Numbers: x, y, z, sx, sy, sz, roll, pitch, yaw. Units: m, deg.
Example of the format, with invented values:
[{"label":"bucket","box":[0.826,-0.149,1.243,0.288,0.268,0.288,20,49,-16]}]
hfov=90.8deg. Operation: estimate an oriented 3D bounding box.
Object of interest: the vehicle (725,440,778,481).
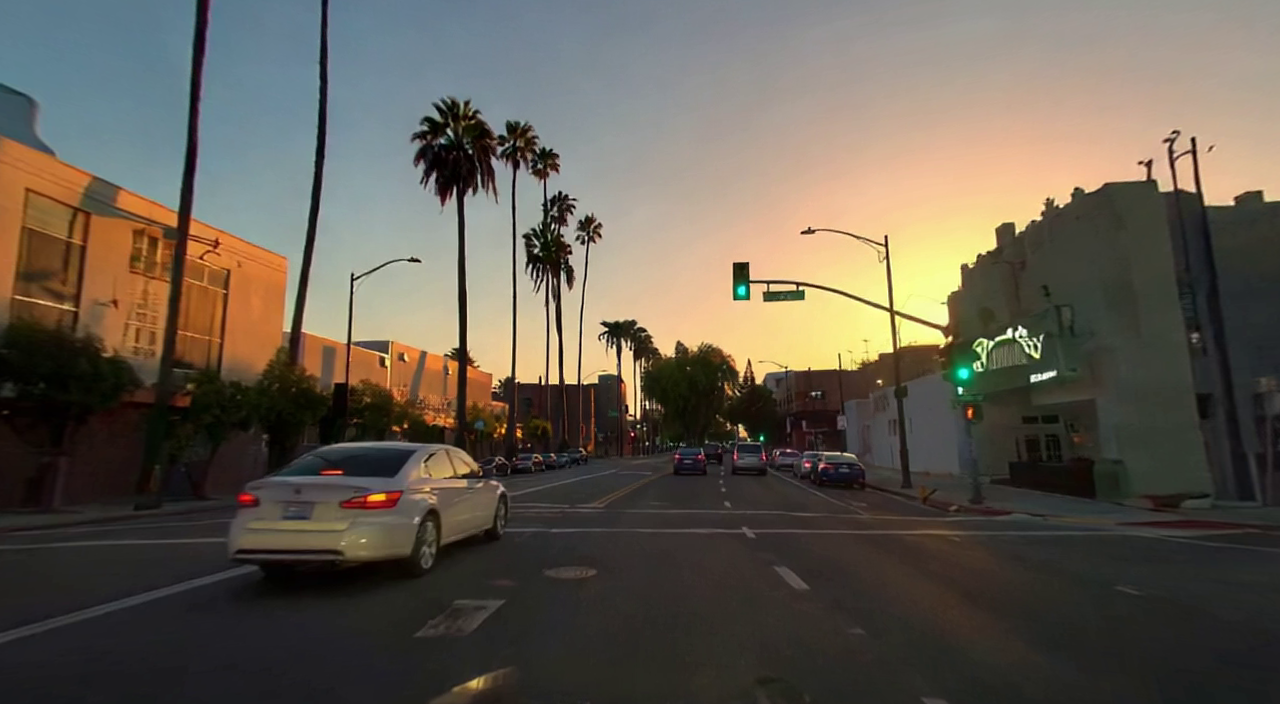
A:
[{"label":"vehicle","box":[5.072,4.980,29.294,2.003,1.702,4.288,-1,-8,5]}]

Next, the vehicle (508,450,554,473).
[{"label":"vehicle","box":[-8.139,8.267,47.394,2.188,1.490,4.511,-4,-12,7]}]

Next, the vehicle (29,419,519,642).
[{"label":"vehicle","box":[-3.216,1.661,7.156,2.204,1.584,4.921,-1,-8,7]}]

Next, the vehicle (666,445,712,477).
[{"label":"vehicle","box":[2.455,5.316,31.210,2.088,1.452,3.993,-1,-8,6]}]

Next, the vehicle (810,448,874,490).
[{"label":"vehicle","box":[8.421,4.868,26.695,1.914,1.560,4.278,-2,-8,9]}]
